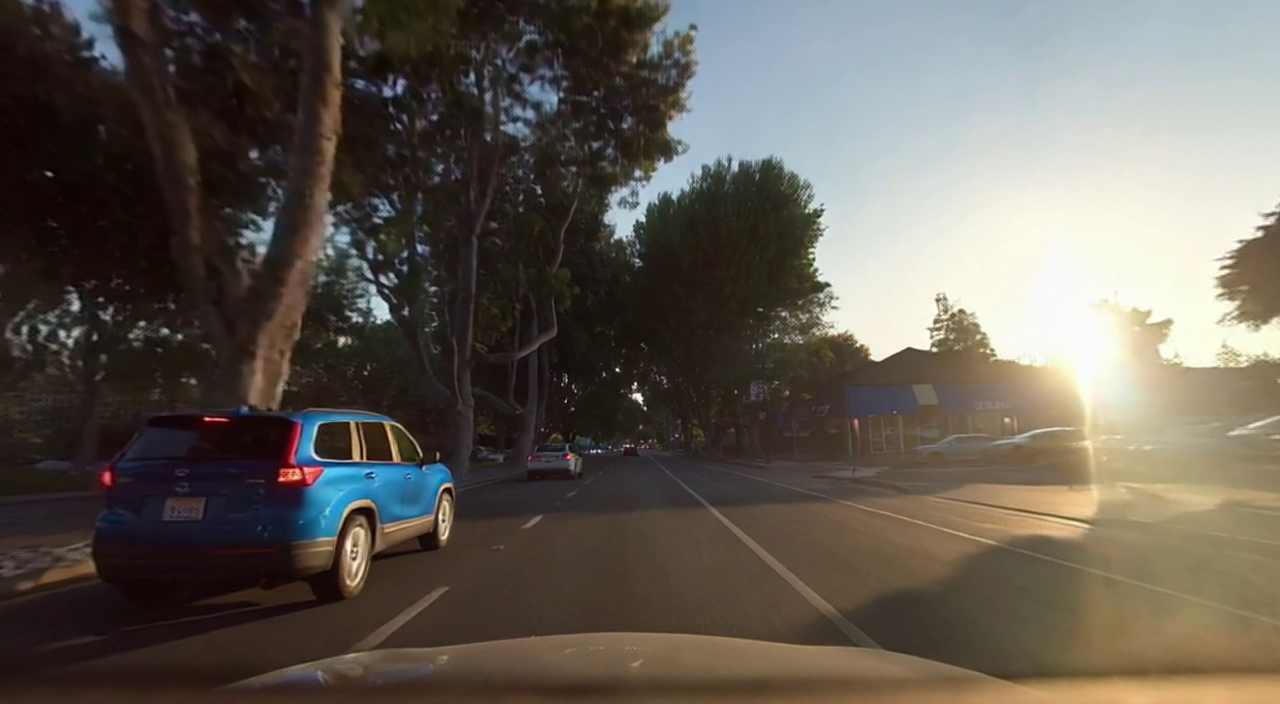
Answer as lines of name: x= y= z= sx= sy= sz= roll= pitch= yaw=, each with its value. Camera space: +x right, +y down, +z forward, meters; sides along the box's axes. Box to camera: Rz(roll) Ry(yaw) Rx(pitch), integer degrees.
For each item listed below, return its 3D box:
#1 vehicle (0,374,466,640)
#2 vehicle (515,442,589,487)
vehicle: x=-3.451 y=1.393 z=6.625 sx=2.042 sy=1.817 sz=4.364 roll=0 pitch=-9 yaw=-1
vehicle: x=-3.131 y=4.092 z=23.415 sx=2.069 sy=1.470 sz=4.601 roll=-1 pitch=-9 yaw=0
